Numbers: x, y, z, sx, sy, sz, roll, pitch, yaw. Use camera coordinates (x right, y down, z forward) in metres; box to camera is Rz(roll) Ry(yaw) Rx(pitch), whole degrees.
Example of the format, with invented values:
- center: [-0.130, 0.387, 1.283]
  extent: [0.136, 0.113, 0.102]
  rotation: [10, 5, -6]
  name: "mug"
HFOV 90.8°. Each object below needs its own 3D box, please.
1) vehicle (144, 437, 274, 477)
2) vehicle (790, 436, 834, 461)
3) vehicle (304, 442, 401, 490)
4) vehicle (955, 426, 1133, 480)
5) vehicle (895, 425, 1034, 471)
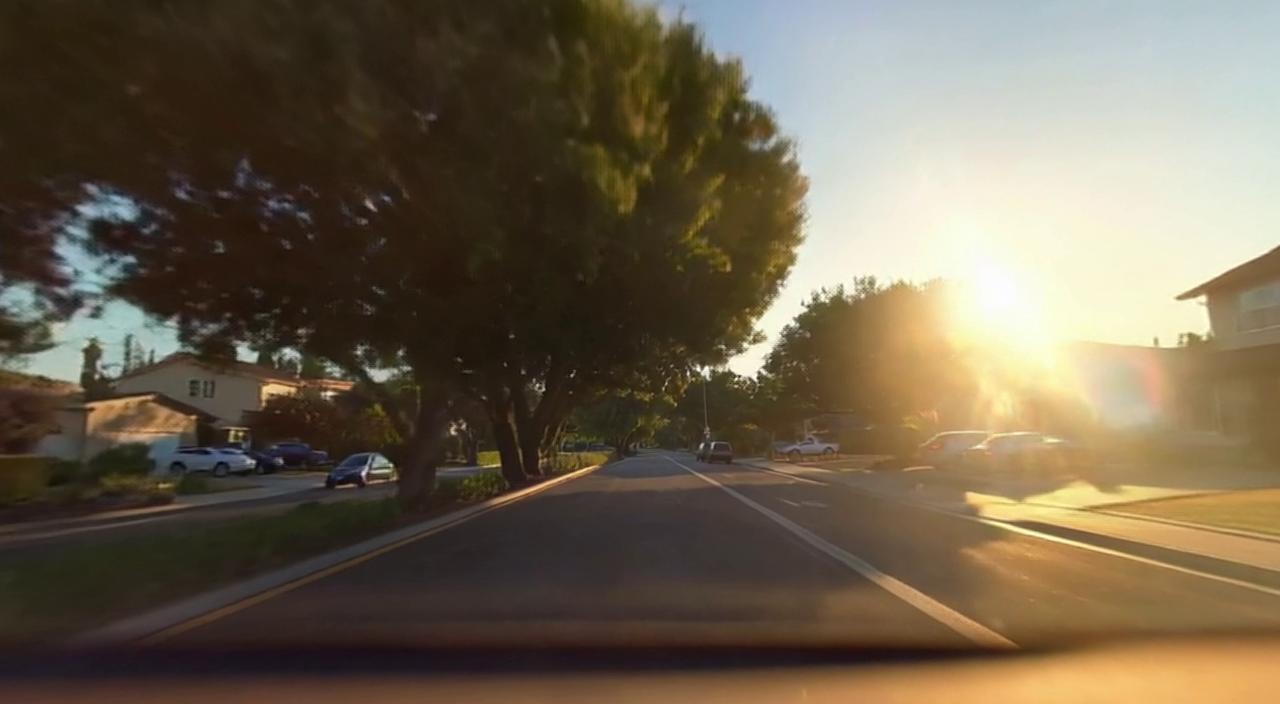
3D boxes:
- center: [-21.251, 5.181, 31.328]
  extent: [4.830, 1.857, 2.183]
  rotation: [0, -9, 2]
  name: "vehicle"
- center: [13.309, 7.532, 49.151]
  extent: [1.978, 1.738, 4.734]
  rotation: [-2, -9, -1]
  name: "vehicle"
- center: [-11.456, 4.569, 25.527]
  extent: [2.020, 1.691, 4.308]
  rotation: [-1, -10, -2]
  name: "vehicle"
- center: [14.089, 3.568, 22.291]
  extent: [4.775, 1.524, 1.983]
  rotation: [-4, -9, 3]
  name: "vehicle"
- center: [13.966, 4.177, 27.461]
  extent: [4.763, 1.816, 2.227]
  rotation: [-2, -9, 2]
  name: "vehicle"
